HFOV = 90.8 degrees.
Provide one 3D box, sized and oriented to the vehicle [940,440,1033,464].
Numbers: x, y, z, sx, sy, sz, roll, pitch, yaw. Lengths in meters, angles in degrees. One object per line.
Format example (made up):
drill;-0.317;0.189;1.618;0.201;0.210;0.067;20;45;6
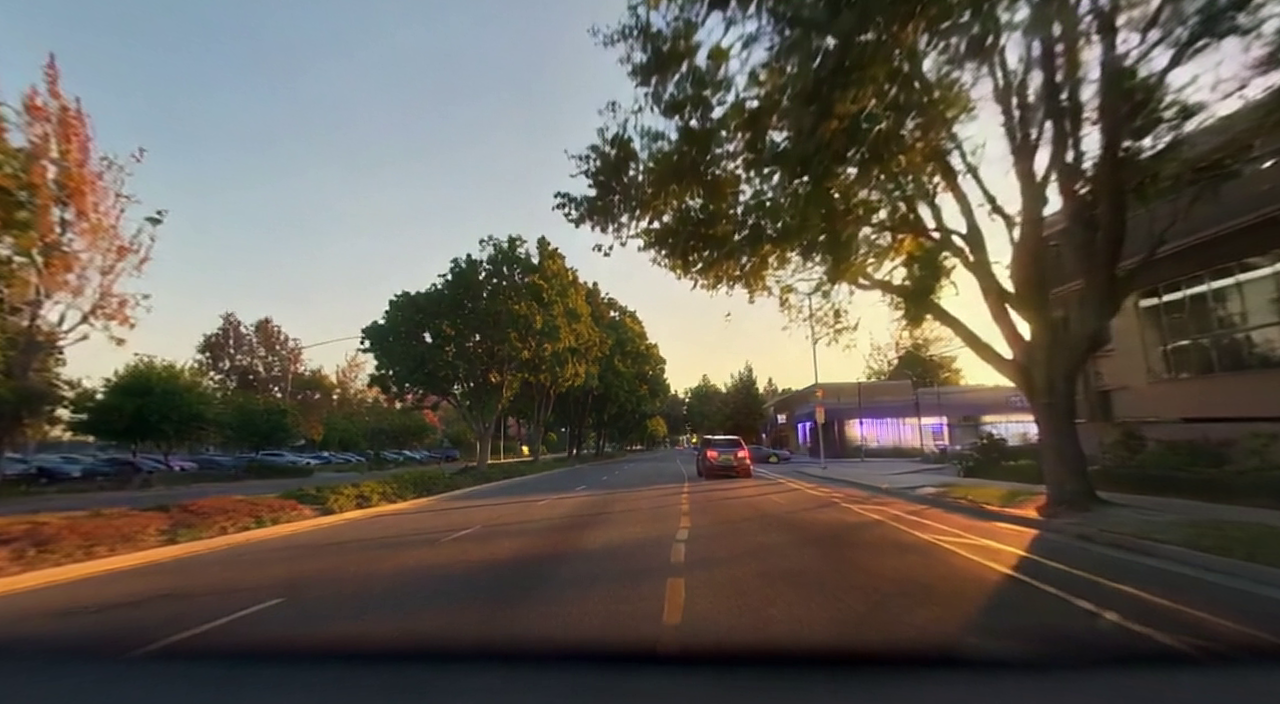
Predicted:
vehicle;21.870;6.353;40.045;4.698;1.465;1.914;-1;-9;7

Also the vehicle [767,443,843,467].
vehicle;10.889;6.805;41.849;4.733;1.499;2.000;-3;-9;14

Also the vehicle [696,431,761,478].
vehicle;4.318;4.829;29.946;2.477;1.991;5.157;-2;-9;14
